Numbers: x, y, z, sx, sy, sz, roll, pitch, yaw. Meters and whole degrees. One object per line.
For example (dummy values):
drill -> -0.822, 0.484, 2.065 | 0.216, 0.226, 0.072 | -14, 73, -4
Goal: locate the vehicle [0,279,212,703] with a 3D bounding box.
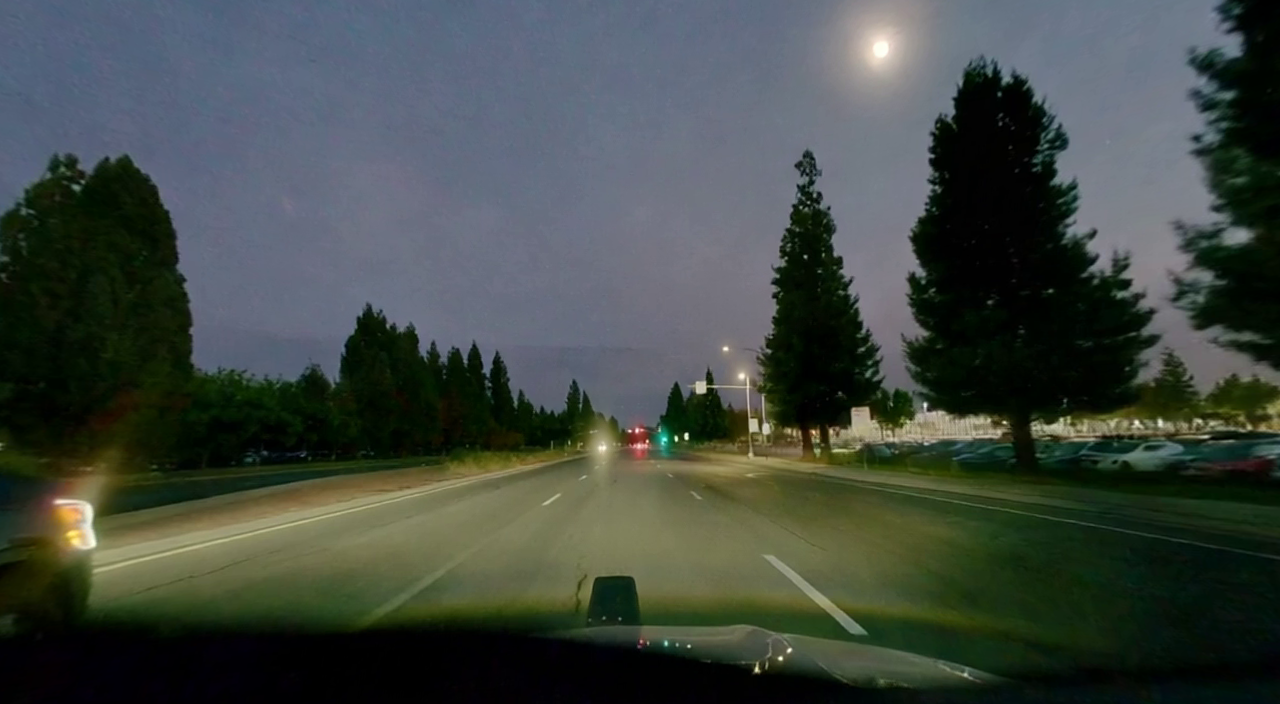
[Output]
vehicle -> -3.842, 0.511, 1.317 | 2.428, 1.985, 4.999 | 0, -8, -1

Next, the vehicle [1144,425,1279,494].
vehicle -> 17.474, 2.969, 17.827 | 4.602, 1.722, 2.026 | -3, -8, 2
